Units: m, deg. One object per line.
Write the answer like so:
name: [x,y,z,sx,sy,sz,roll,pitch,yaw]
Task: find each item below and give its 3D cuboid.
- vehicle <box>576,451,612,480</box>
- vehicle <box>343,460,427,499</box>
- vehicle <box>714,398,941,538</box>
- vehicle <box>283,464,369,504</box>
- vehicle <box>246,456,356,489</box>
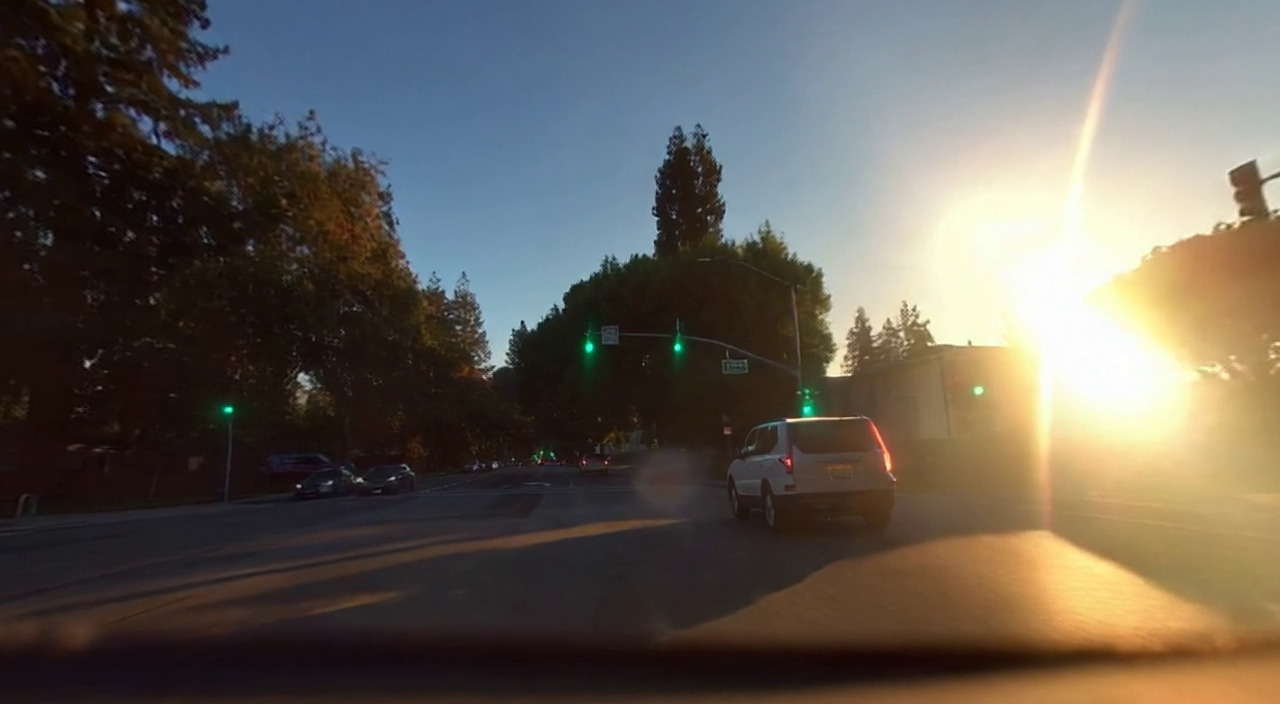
vehicle: [-3.112,7.416,41.571,2.138,1.729,4.178,1,-9,-7]
vehicle: [-11.197,5.607,28.049,2.035,1.475,4.639,0,-9,-4]
vehicle: [3.158,2.144,12.301,2.338,2.063,5.592,0,-9,-4]
vehicle: [-14.788,6.217,30.015,1.955,1.509,4.640,-3,-9,-3]
vehicle: [-21.751,7.767,40.682,5.734,1.950,2.287,1,-9,-6]
